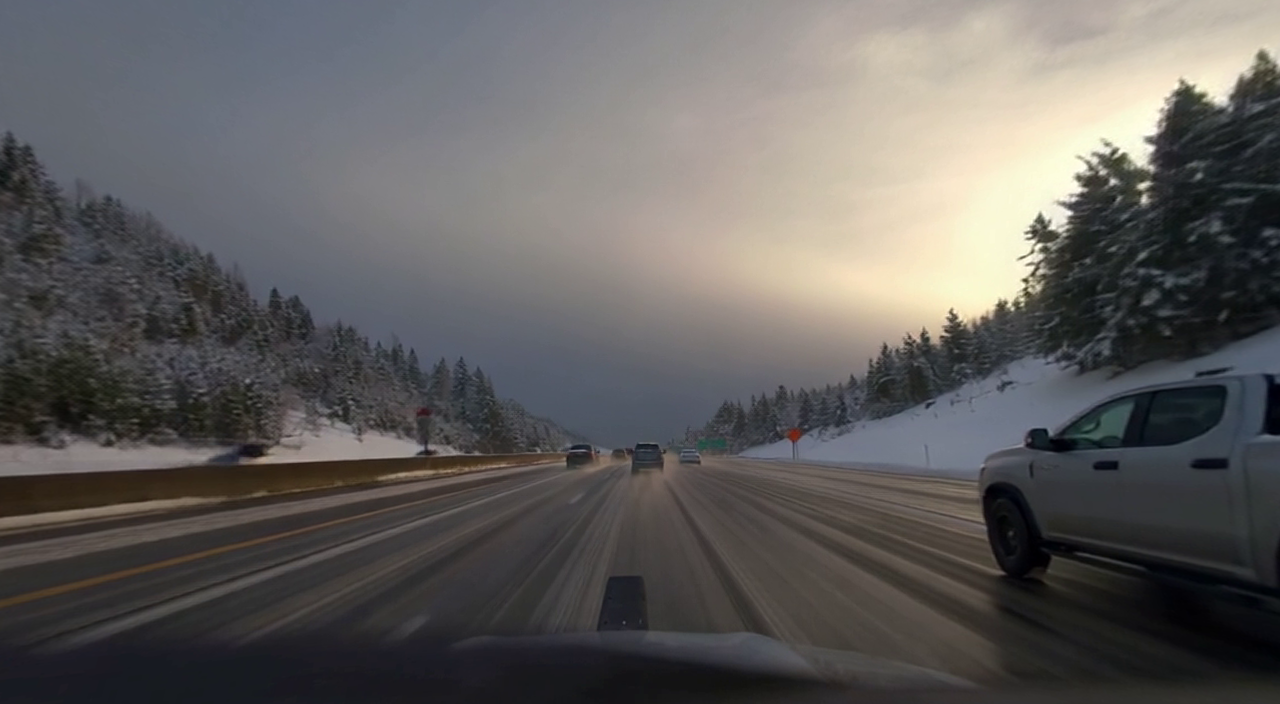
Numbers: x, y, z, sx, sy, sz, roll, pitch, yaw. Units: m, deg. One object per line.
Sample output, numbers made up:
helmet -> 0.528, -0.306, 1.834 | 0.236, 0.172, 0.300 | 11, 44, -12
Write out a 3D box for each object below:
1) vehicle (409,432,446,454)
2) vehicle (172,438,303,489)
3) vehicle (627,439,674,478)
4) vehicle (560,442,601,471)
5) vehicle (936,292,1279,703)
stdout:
vehicle -> -15.928, 6.877, 47.422 | 1.641, 1.382, 3.344 | -3, -12, 0
vehicle -> -12.541, 3.476, 19.968 | 1.616, 1.444, 3.746 | 0, -8, 1
vehicle -> 0.463, 4.954, 29.723 | 2.086, 1.685, 4.206 | 0, -8, 0
vehicle -> -3.623, 6.422, 39.089 | 2.076, 1.690, 4.113 | 0, -8, 1
vehicle -> 4.267, 0.772, 3.191 | 2.700, 1.980, 5.866 | 0, -8, 0
